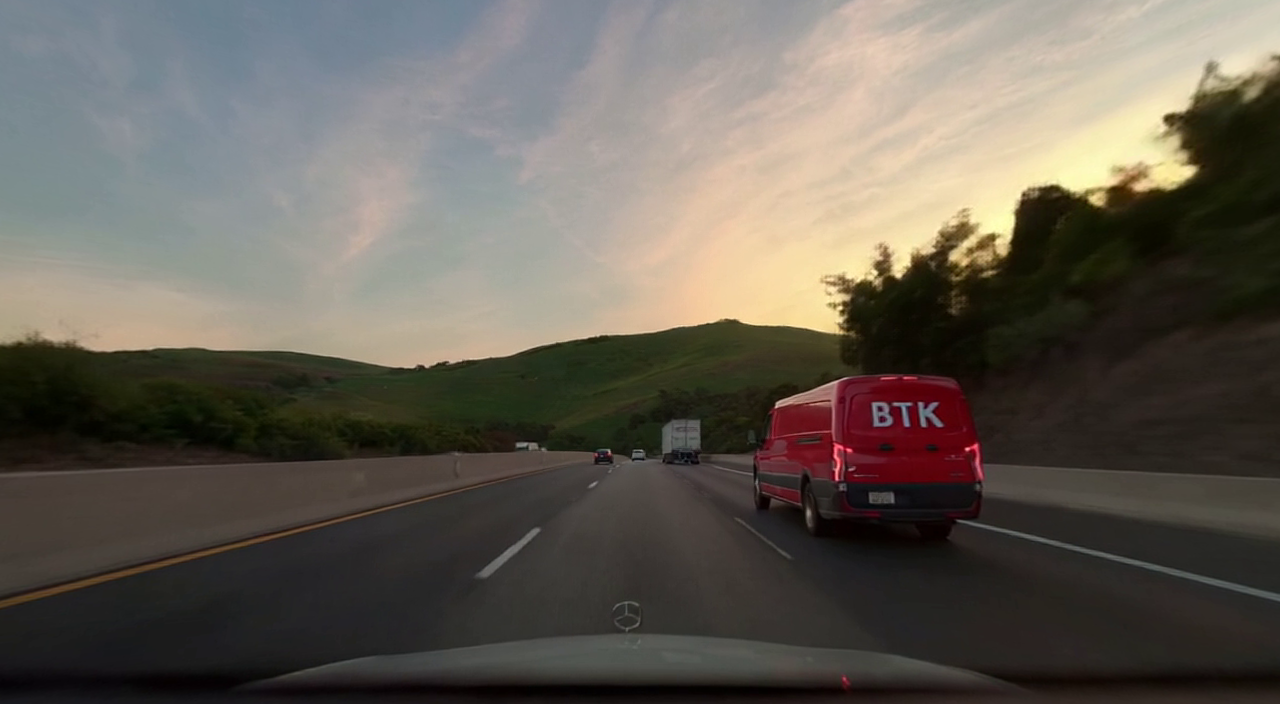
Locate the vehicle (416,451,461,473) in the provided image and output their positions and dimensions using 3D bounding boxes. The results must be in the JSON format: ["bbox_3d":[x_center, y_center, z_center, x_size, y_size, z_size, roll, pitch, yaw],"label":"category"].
[{"bbox_3d":[-14.090,7.668,44.299,1.790,1.443,3.847,0,-9,1],"label":"vehicle"}]
